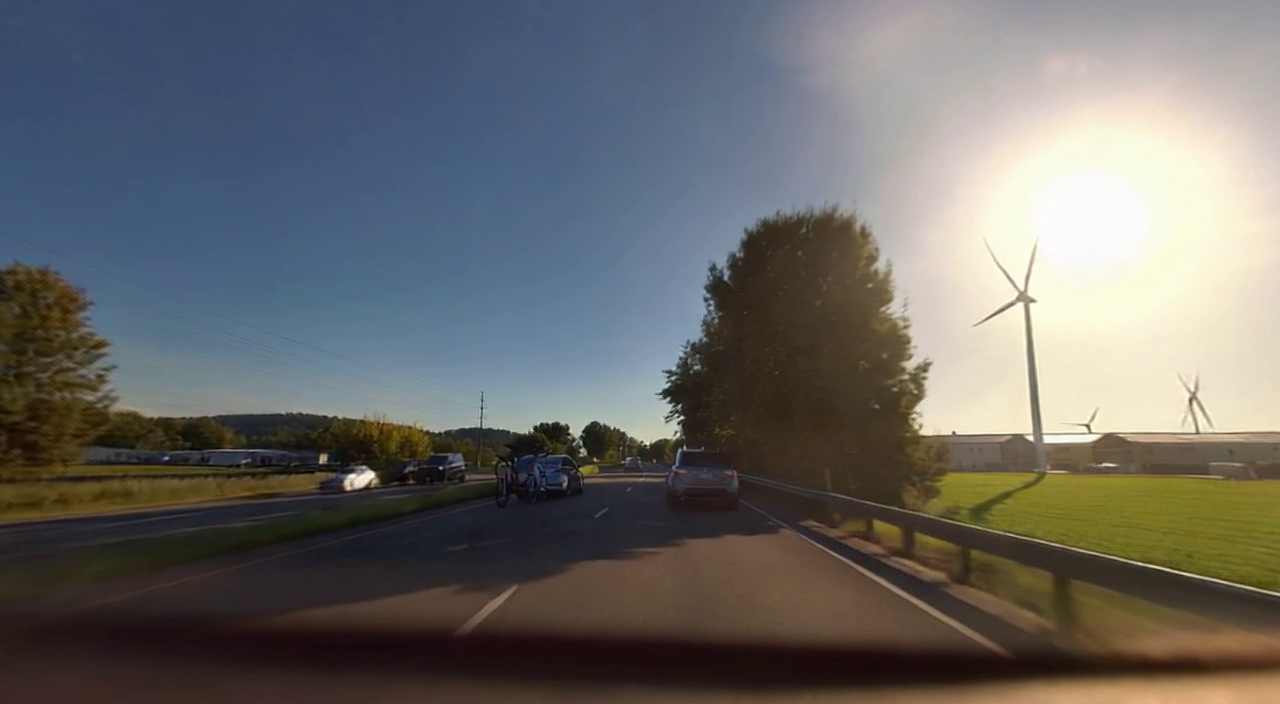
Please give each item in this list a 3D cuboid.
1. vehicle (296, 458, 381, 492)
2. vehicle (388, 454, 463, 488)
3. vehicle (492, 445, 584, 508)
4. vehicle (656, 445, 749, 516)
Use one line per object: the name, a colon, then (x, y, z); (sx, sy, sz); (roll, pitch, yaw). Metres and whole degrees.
vehicle: (-14.628, 5.970, 30.822); (1.972, 1.466, 3.984); (-1, -9, 3)
vehicle: (-10.690, 5.947, 31.766); (2.088, 1.545, 4.230); (-1, -9, 3)
vehicle: (-2.969, 3.711, 19.238); (1.962, 1.681, 4.033); (-1, -9, 2)
vehicle: (1.457, 3.249, 16.360); (2.063, 1.582, 3.955); (-1, -9, 1)
